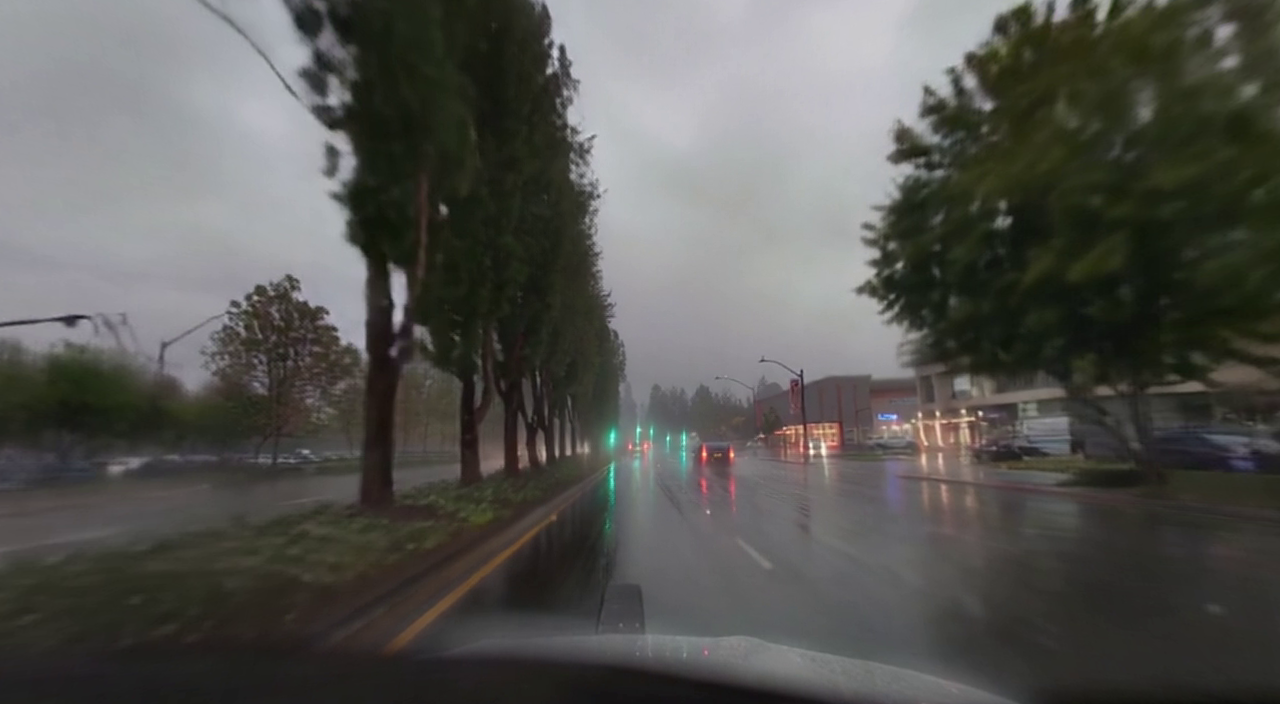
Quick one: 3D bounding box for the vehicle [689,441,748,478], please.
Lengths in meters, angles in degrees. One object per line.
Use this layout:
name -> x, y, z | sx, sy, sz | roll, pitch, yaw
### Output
vehicle -> 3.406, 4.767, 28.191 | 1.983, 1.482, 4.463 | 0, -9, -1
